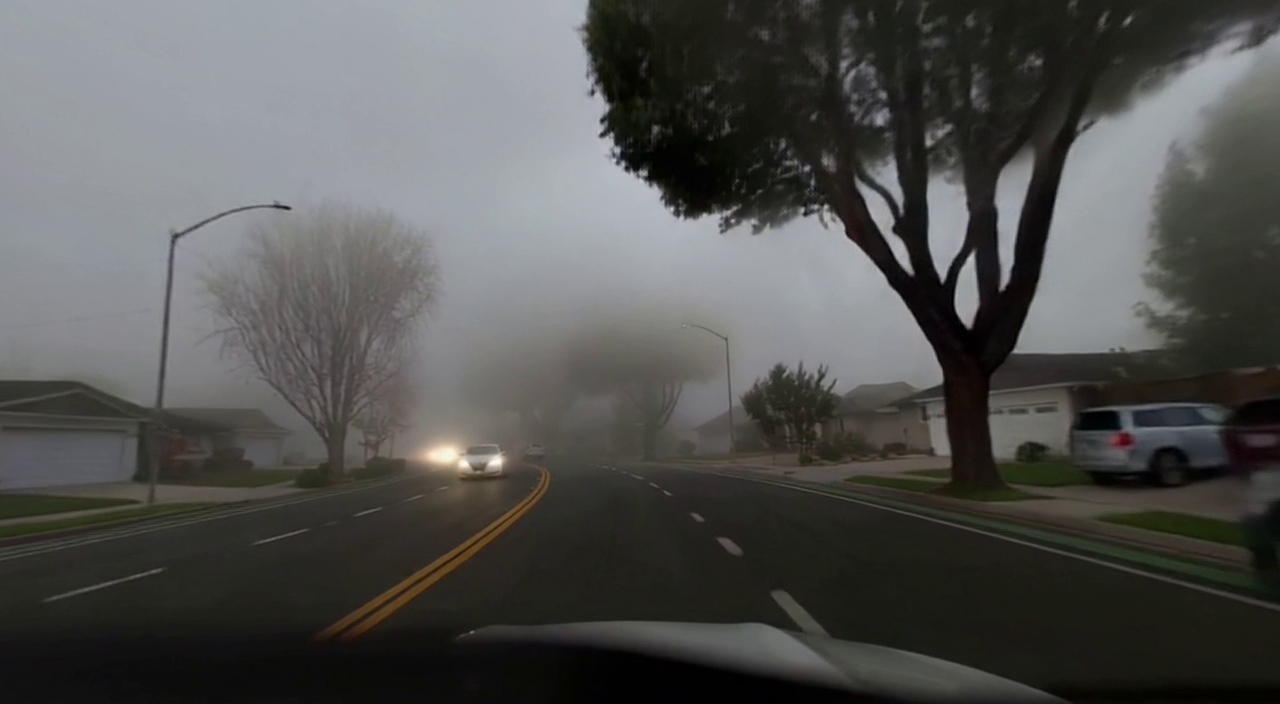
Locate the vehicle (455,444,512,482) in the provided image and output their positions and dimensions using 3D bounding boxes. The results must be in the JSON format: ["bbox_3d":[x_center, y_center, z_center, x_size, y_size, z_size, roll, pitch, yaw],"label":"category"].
[{"bbox_3d":[-6.686,4.736,27.348,2.043,1.470,4.338,1,-8,-10],"label":"vehicle"}]

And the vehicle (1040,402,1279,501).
[{"bbox_3d":[11.609,2.129,13.681,5.189,1.825,2.149,3,-9,-21],"label":"vehicle"}]

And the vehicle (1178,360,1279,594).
[{"bbox_3d":[6.570,0.738,3.155,2.348,1.986,6.289,0,-8,2],"label":"vehicle"}]
